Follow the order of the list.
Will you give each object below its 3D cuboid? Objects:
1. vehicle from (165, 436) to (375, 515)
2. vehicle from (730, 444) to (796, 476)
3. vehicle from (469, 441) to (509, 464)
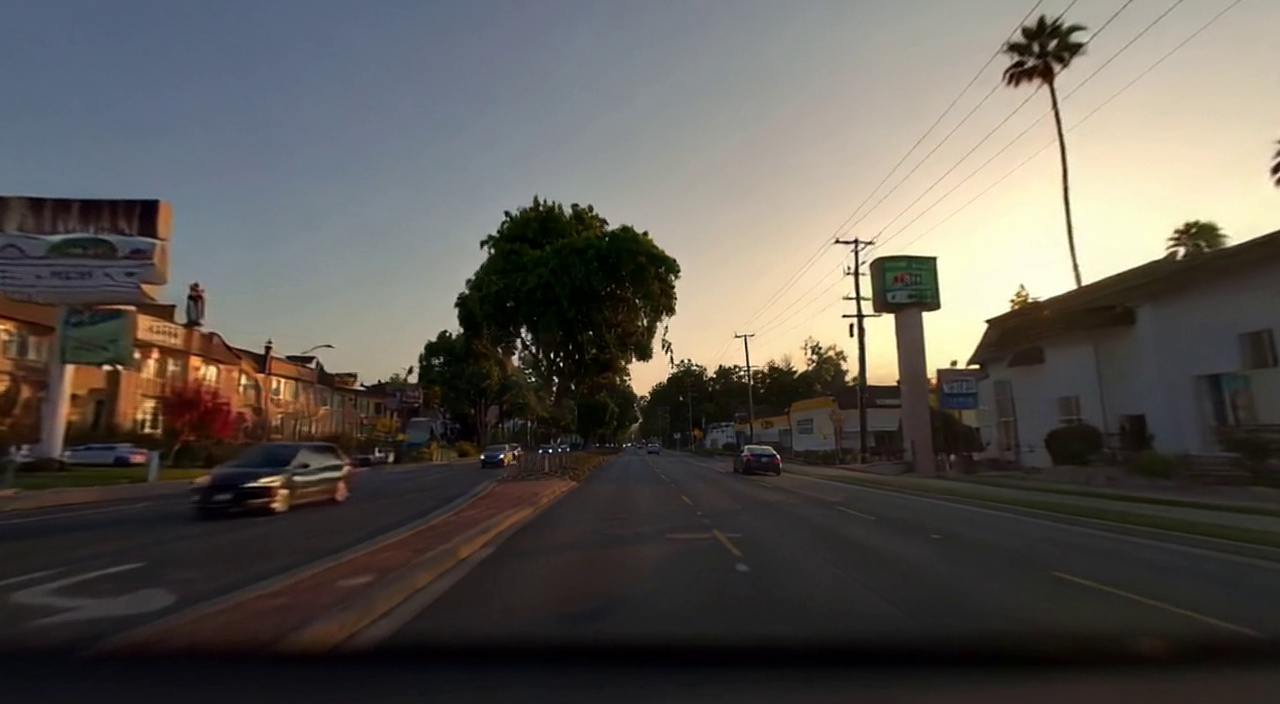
[{"bbox_3d":[-7.964,2.681,14.261,1.946,1.471,4.587,0,-8,0],"label":"vehicle"},{"bbox_3d":[5.918,5.253,31.042,2.261,1.479,4.403,0,-8,-2],"label":"vehicle"},{"bbox_3d":[-11.800,7.913,49.759,2.007,1.707,4.522,0,-8,0],"label":"vehicle"}]
